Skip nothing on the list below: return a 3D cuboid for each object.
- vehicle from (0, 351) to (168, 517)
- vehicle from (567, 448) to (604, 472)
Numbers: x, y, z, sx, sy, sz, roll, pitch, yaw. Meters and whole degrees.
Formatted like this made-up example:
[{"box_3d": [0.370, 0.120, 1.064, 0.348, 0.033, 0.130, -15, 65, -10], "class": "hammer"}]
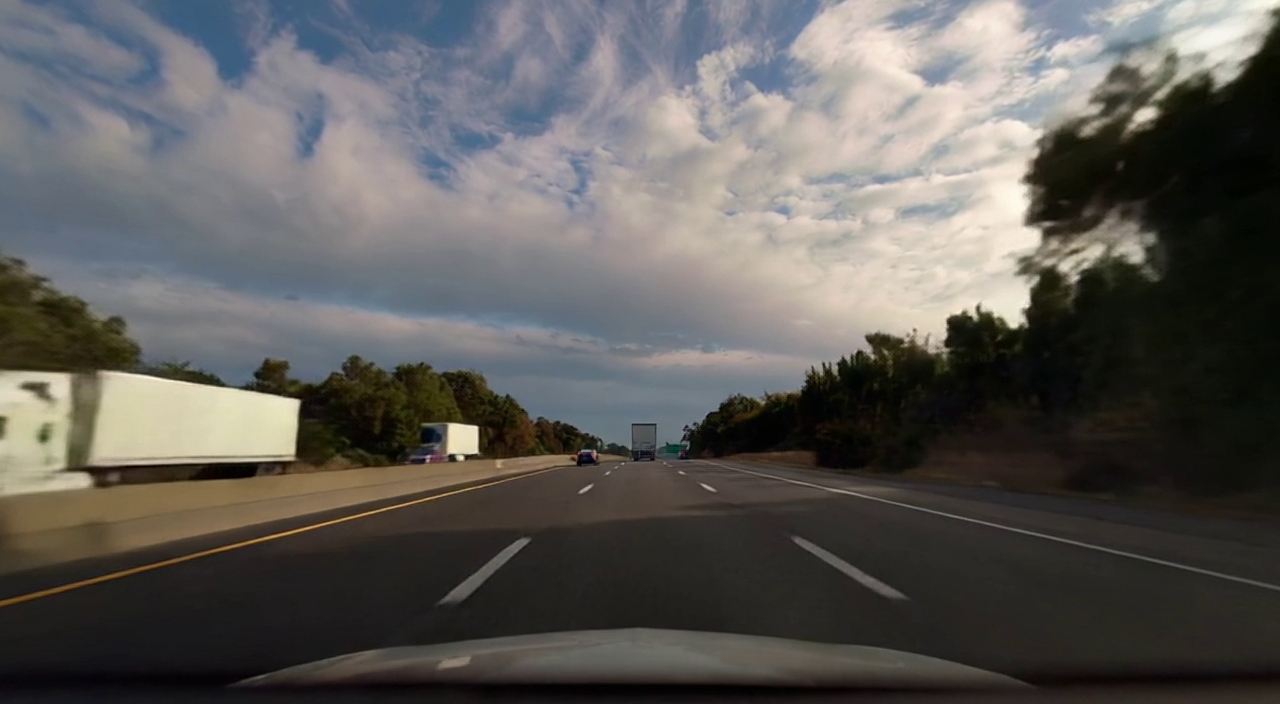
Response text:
[{"box_3d": [-16.607, 2.274, 17.037, 2.942, 3.882, 5.832, 0, -9, 0], "class": "vehicle"}, {"box_3d": [-3.423, 6.887, 40.348, 1.955, 1.438, 4.100, 0, -9, 0], "class": "vehicle"}]
